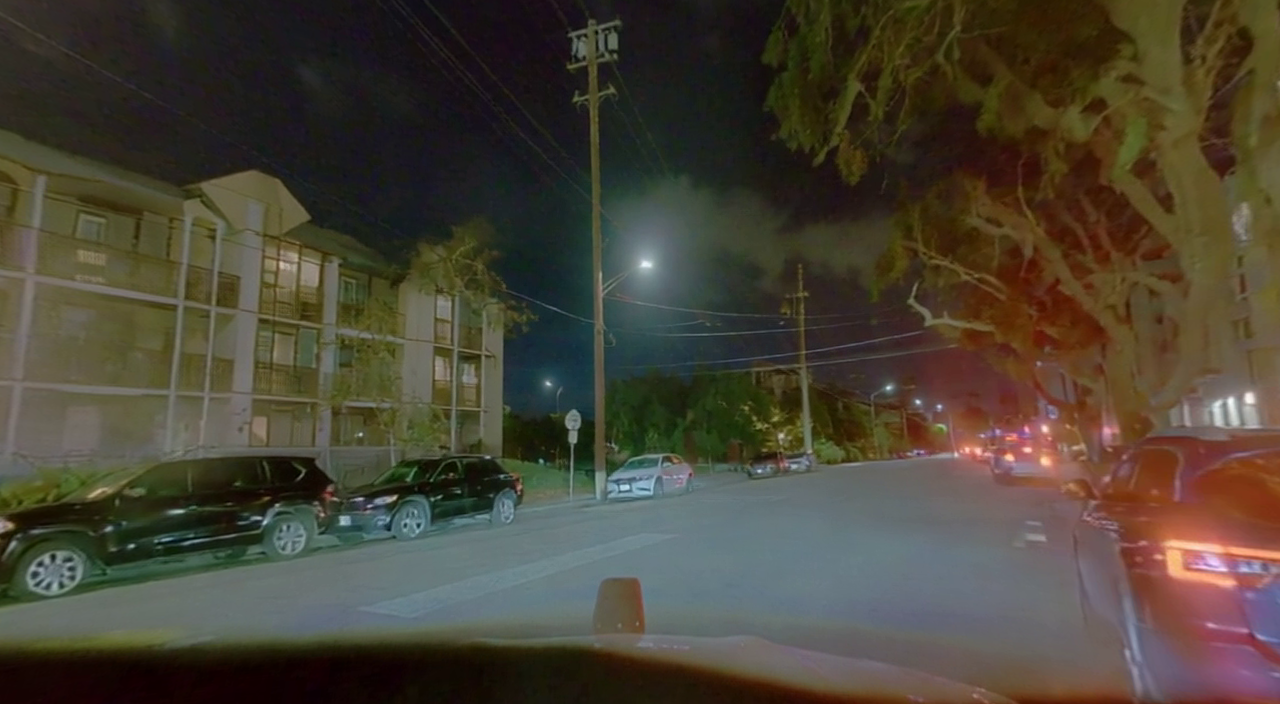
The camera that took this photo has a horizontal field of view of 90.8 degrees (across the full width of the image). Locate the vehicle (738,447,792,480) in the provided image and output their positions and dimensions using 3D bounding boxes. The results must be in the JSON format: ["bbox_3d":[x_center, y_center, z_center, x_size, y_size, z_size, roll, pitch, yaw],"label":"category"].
[{"bbox_3d":[7.619,6.645,38.099,2.011,1.801,4.676,-4,-9,26],"label":"vehicle"}]

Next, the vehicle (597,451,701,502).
[{"bbox_3d":[0.453,4.770,24.506,2.017,1.582,4.664,-11,-13,26],"label":"vehicle"}]

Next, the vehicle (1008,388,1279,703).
[{"bbox_3d":[3.522,1.139,3.698,2.030,1.535,4.683,-4,-9,27],"label":"vehicle"}]

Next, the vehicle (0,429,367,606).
[{"bbox_3d":[-6.768,2.307,9.216,1.973,1.848,5.100,-12,-14,23],"label":"vehicle"}]

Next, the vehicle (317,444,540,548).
[{"bbox_3d":[-4.386,3.092,13.915,2.068,1.745,4.579,-11,-14,23],"label":"vehicle"}]

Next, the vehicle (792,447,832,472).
[{"bbox_3d":[13.463,8.424,49.251,1.953,1.699,4.234,-10,-15,27],"label":"vehicle"}]
